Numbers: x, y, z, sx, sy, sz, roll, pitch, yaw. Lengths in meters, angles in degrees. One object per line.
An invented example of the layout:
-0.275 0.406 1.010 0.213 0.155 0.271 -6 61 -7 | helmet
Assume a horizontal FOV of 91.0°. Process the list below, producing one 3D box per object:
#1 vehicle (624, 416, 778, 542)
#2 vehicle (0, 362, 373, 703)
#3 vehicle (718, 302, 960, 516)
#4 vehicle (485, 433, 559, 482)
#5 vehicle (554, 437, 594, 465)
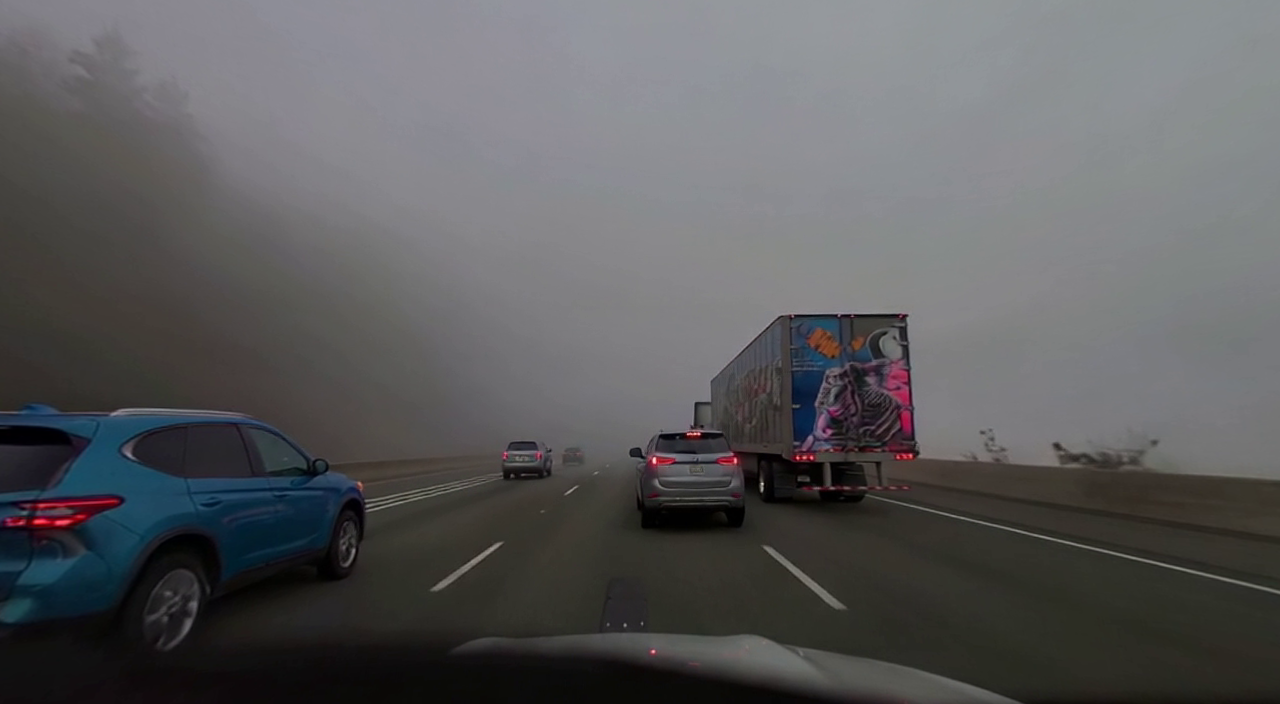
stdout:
0.768 1.955 10.249 2.017 1.662 3.543 0 -8 -2 | vehicle
-3.982 1.131 4.657 1.983 1.666 4.452 0 -8 1 | vehicle
4.627 2.050 19.060 2.828 4.081 14.220 0 -8 1 | vehicle
-4.191 3.809 22.991 1.905 1.642 3.803 0 -8 1 | vehicle
-4.156 6.319 40.307 2.014 1.683 4.275 0 -8 1 | vehicle
